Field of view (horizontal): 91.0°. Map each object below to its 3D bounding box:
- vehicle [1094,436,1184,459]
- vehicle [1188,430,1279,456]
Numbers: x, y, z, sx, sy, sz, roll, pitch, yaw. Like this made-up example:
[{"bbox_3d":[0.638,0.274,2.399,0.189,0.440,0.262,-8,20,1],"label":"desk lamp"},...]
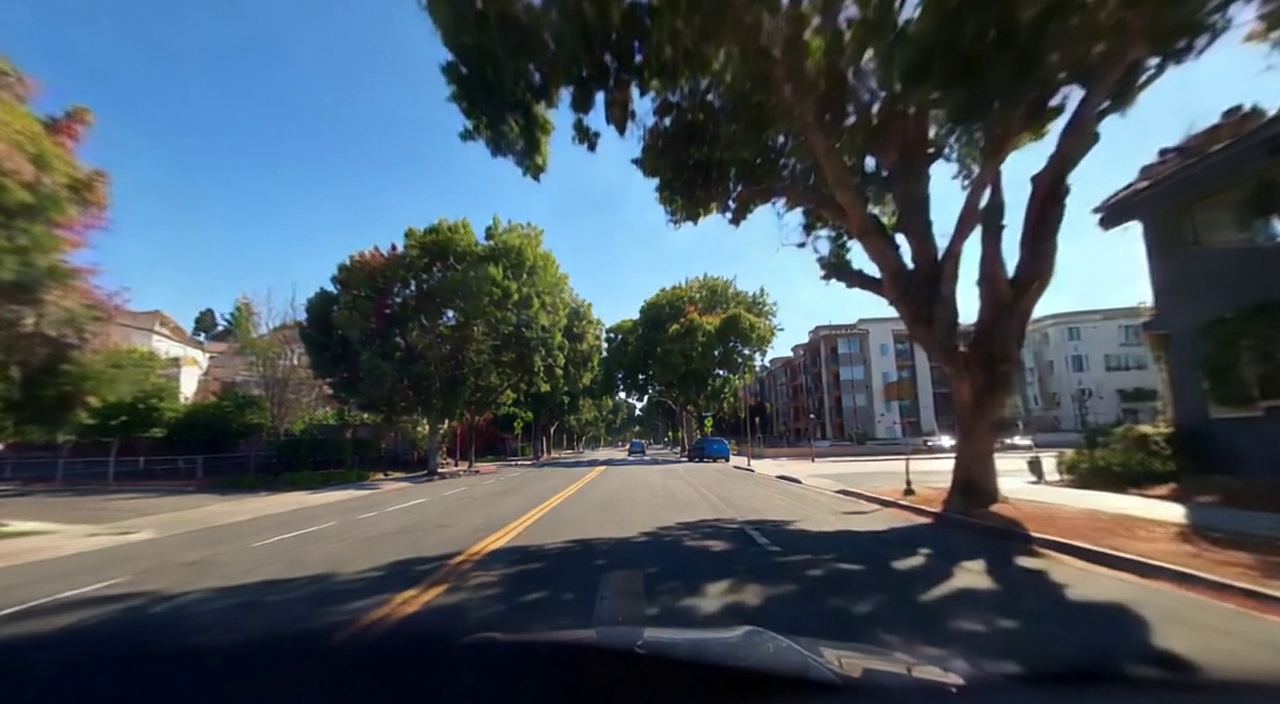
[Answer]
[{"bbox_3d":[33.310,6.389,42.063,4.305,1.464,1.875,-1,-9,1],"label":"vehicle"},{"bbox_3d":[39.475,6.067,41.857,4.244,1.673,1.871,-1,-9,-1],"label":"vehicle"}]
